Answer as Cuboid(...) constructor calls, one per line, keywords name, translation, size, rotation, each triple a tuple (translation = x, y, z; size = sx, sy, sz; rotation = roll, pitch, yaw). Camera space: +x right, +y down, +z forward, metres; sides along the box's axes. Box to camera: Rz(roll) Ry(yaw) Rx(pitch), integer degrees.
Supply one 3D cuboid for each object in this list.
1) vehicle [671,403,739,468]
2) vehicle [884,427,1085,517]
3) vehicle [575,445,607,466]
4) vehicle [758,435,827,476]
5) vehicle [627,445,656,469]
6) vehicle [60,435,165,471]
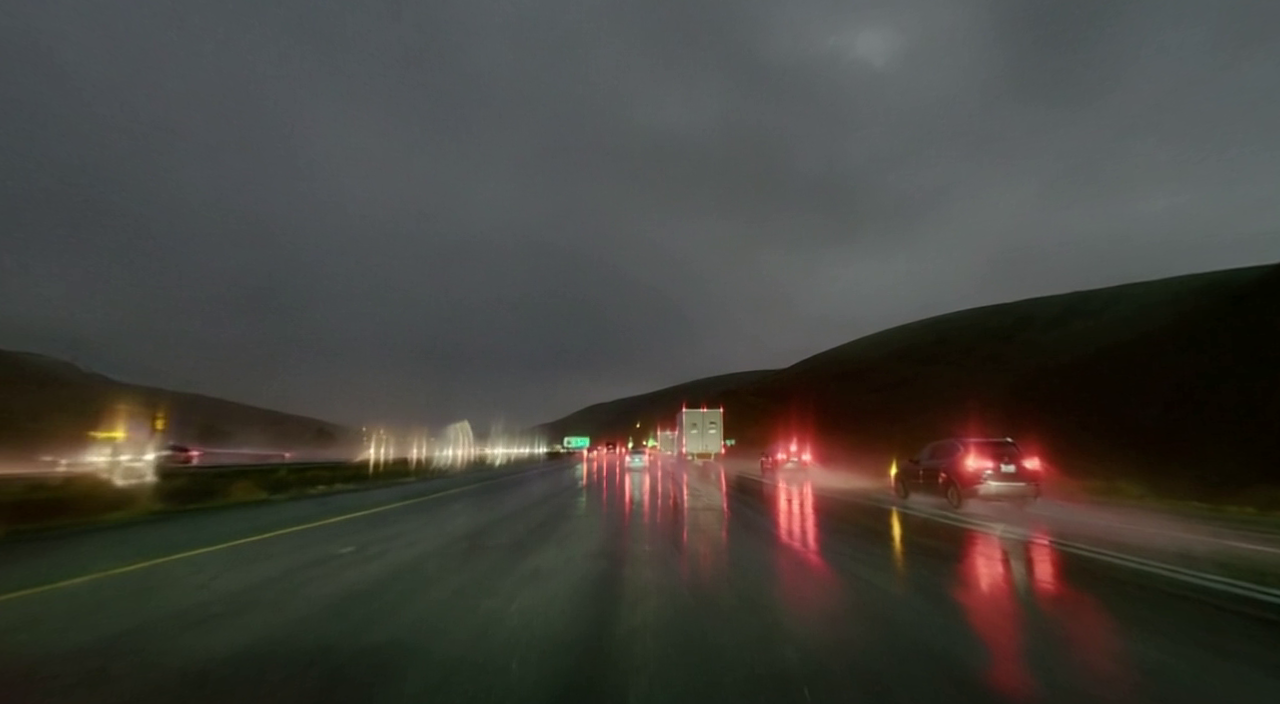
Cuboid(name="vehicle", translation=(3.880, 5.477, 40.522), size=(3.130, 3.607, 11.129), rotation=(0, -9, 0))
Cuboid(name="vehicle", translation=(7.397, 2.615, 14.201), size=(2.044, 1.676, 4.421), rotation=(0, -9, 1))
Cuboid(name="vehicle", translation=(-3.747, 7.979, 48.650), size=(2.132, 1.506, 4.256), rotation=(0, -9, 0))
Cuboid(name="vehicle", translation=(7.269, 4.977, 30.518), size=(2.143, 1.775, 4.729), rotation=(0, -9, 0))
Cuboid(name="vehicle", translation=(0.070, 7.013, 42.262), size=(1.866, 1.492, 3.932), rotation=(0, -9, -1))
Cuboid(name="vehicle", translation=(-39.465, 7.567, 47.372), size=(2.736, 2.463, 5.726), rotation=(0, -9, 1))
